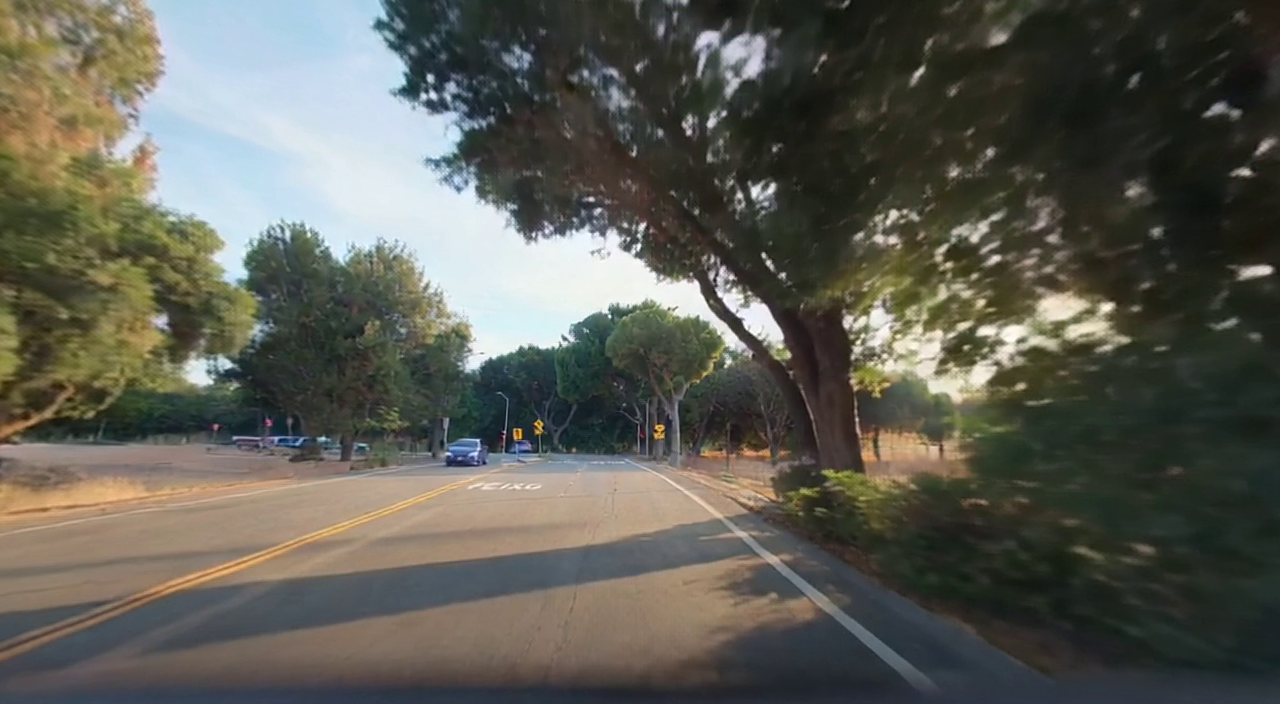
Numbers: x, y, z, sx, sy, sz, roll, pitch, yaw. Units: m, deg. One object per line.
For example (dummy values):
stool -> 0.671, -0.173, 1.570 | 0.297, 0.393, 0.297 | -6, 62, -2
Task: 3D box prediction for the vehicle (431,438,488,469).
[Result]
vehicle -> -9.987, 5.671, 35.187 | 2.129, 1.590, 4.616 | 0, -9, -4
